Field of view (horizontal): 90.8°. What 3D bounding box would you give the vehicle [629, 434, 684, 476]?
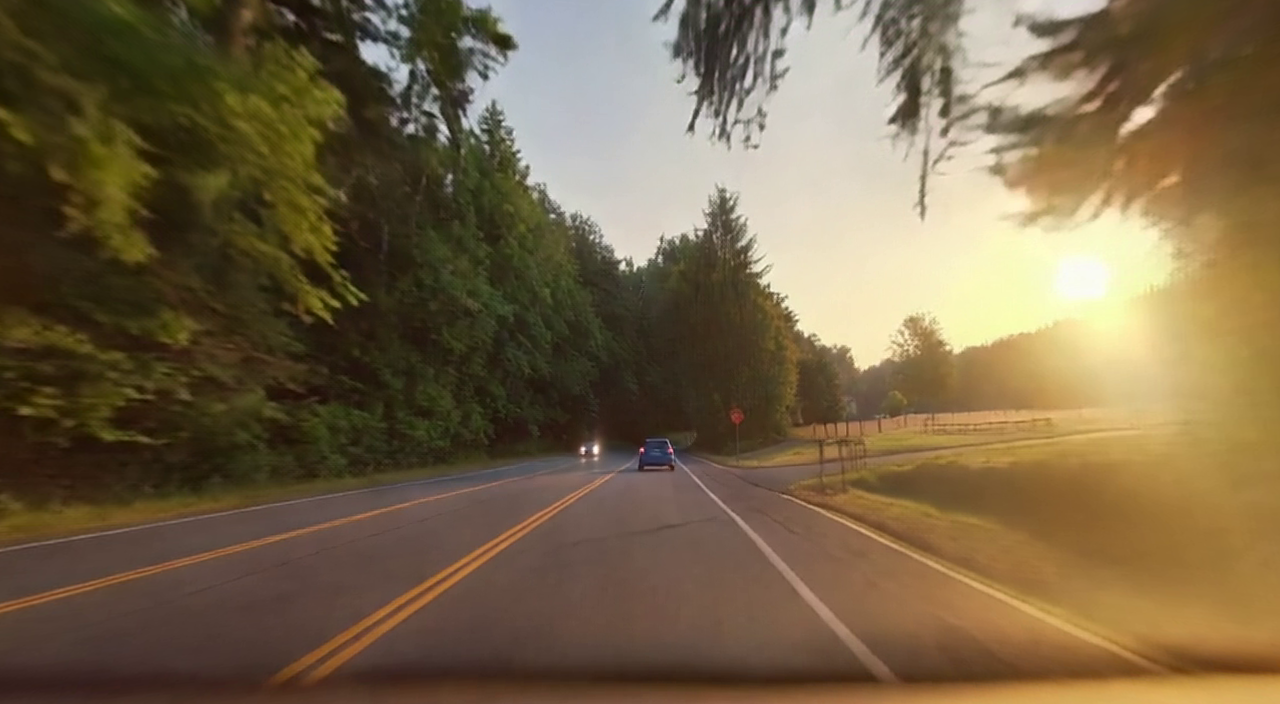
[{"bbox_3d":[0.737,4.622,28.585,2.294,1.708,4.110,0,-8,2],"label":"vehicle"}]
